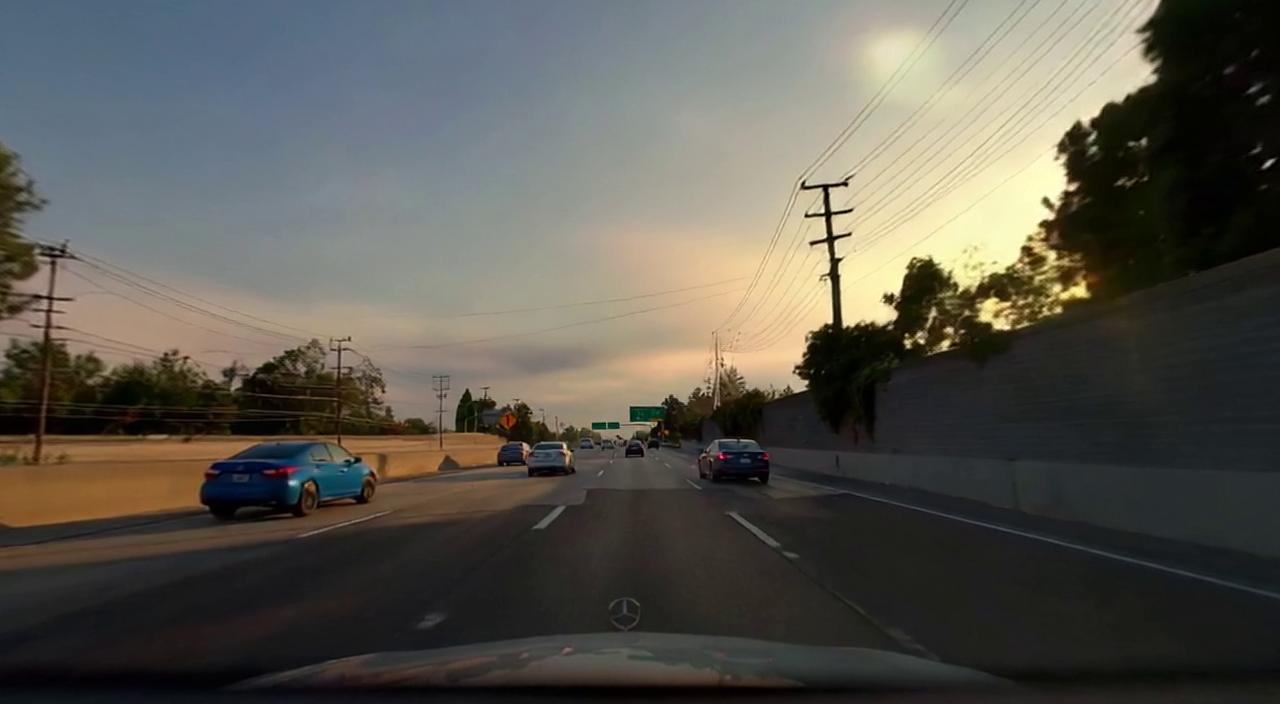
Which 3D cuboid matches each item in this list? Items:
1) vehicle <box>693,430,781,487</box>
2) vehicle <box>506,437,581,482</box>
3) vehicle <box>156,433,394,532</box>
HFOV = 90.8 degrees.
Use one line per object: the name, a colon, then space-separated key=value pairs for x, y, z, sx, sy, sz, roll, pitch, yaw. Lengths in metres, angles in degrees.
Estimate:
vehicle: x=3.064 y=3.487 z=21.043 sx=2.100 sy=1.659 sz=4.387 roll=0 pitch=-8 yaw=-2
vehicle: x=-3.455 y=3.931 z=23.440 sx=2.066 sy=1.488 sz=4.377 roll=0 pitch=-8 yaw=0
vehicle: x=-6.377 y=2.291 z=11.736 sx=1.903 sy=1.482 sz=4.180 roll=0 pitch=-8 yaw=0
